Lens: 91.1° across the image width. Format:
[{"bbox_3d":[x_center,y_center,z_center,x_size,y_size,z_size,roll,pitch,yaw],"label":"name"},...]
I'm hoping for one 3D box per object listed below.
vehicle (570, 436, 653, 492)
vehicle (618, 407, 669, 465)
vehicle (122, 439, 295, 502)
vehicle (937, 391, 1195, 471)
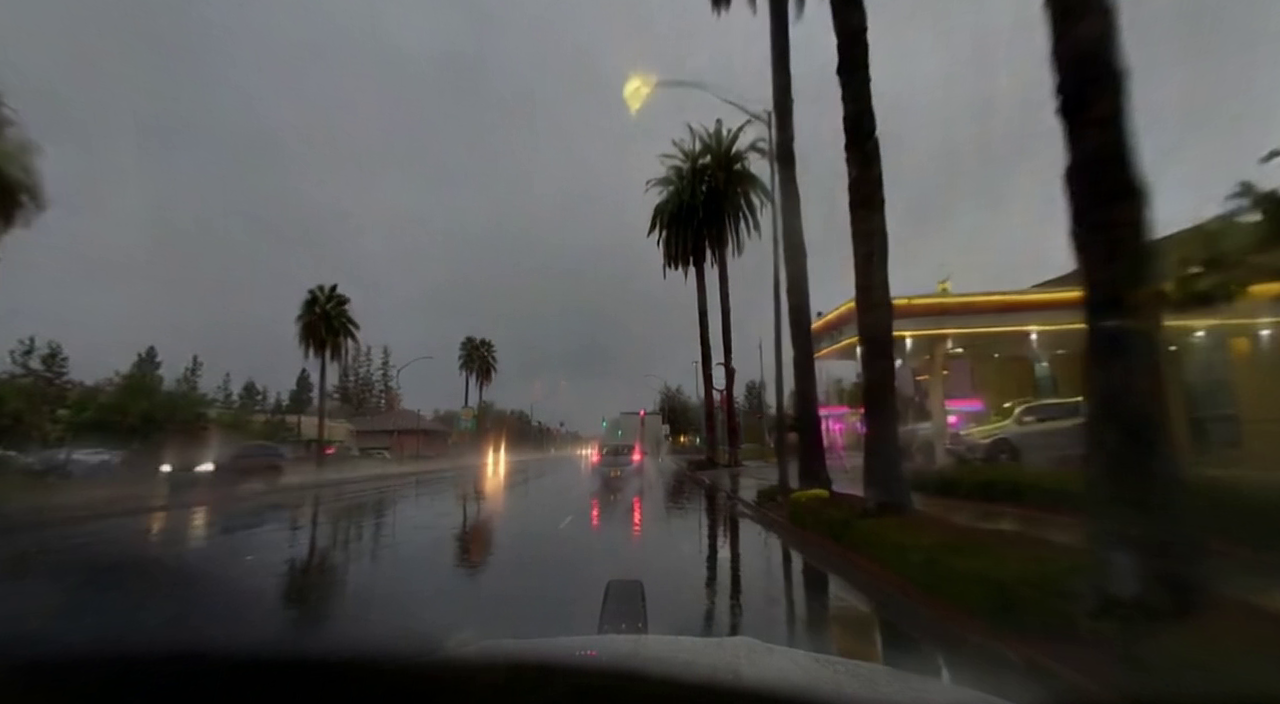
[{"bbox_3d":[-0.733,3.380,19.307,2.145,1.483,4.453,-1,-9,3],"label":"vehicle"},{"bbox_3d":[0.222,5.640,41.852,3.100,3.468,8.108,0,-8,0],"label":"vehicle"},{"bbox_3d":[-12.252,3.373,18.271,1.895,1.592,4.305,0,-9,1],"label":"vehicle"},{"bbox_3d":[12.330,2.351,18.485,5.968,2.162,2.319,1,-9,-5],"label":"vehicle"}]
